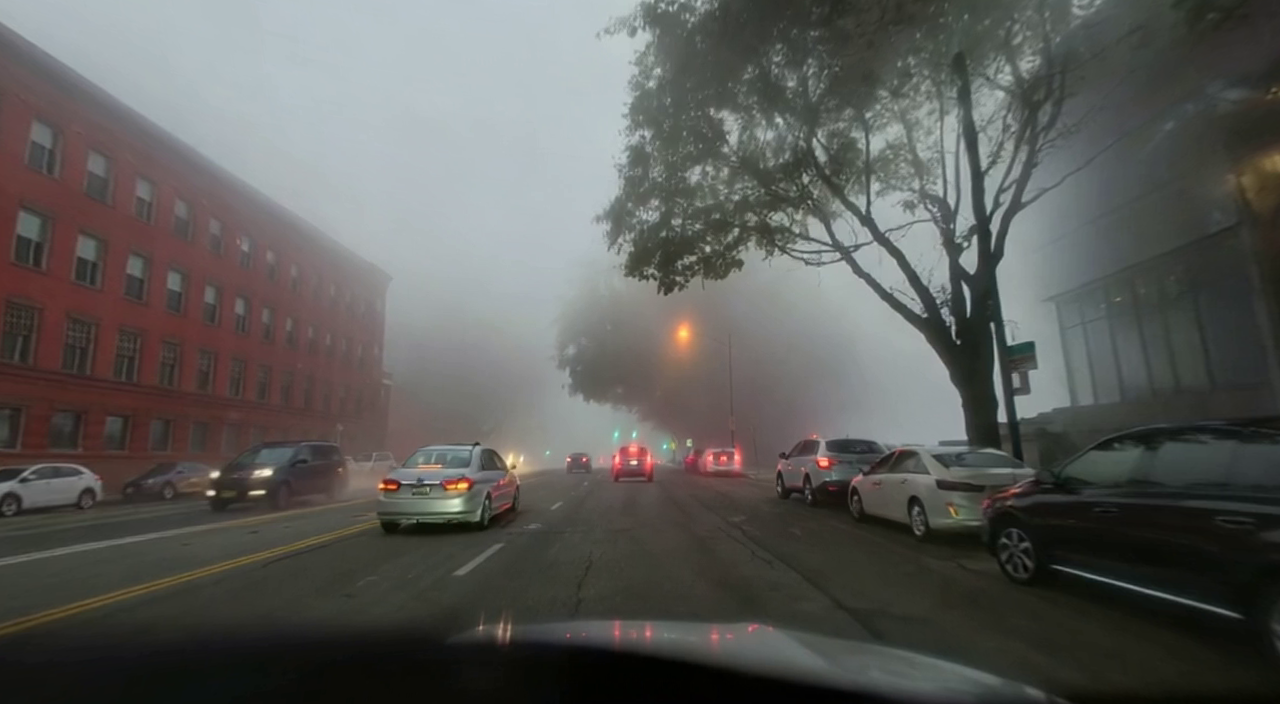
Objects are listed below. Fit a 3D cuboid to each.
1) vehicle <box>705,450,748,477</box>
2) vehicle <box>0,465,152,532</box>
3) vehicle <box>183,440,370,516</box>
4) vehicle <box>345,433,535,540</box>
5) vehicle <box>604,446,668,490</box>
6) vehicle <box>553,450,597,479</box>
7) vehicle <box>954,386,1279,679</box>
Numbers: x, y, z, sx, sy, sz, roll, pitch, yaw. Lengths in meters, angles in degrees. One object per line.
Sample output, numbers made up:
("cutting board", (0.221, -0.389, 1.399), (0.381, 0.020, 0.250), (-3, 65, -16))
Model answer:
("vehicle", (5.000, 6.468, 36.745), (1.832, 1.491, 4.054), (1, -9, -1))
("vehicle", (-17.765, 4.252, 18.776), (2.181, 1.579, 5.185), (0, -9, 2))
("vehicle", (-9.541, 3.316, 17.142), (2.186, 1.745, 4.693), (0, -9, 1))
("vehicle", (-3.361, 2.359, 11.735), (1.934, 1.548, 4.635), (0, -9, 1))
("vehicle", (-0.181, 4.376, 24.081), (2.230, 1.518, 4.113), (1, -9, -1))
("vehicle", (-3.698, 6.470, 36.584), (1.972, 1.560, 4.066), (0, -9, 2))
("vehicle", (4.801, 1.245, 4.775), (2.001, 1.742, 4.996), (1, -9, -3))
